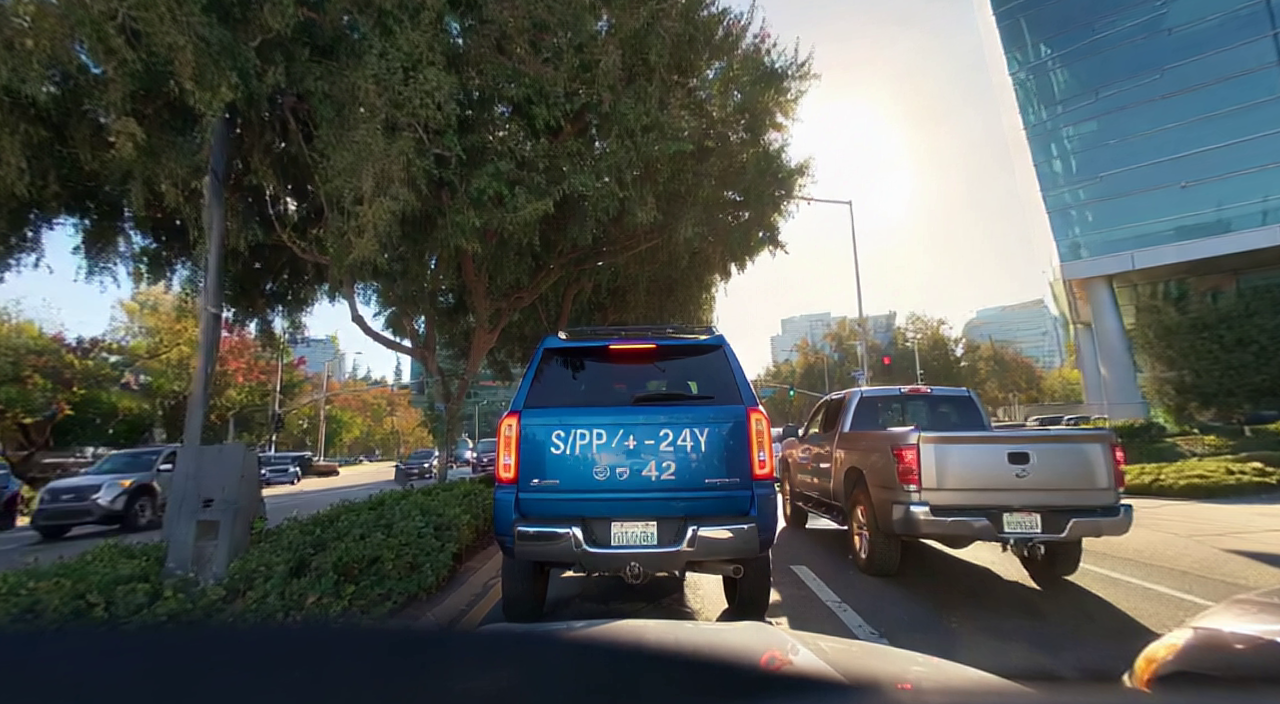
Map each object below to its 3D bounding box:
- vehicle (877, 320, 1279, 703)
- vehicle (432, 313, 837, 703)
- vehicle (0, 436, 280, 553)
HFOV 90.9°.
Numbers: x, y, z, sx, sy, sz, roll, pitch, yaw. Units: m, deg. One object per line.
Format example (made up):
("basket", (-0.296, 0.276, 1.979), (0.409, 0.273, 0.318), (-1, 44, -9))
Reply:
("vehicle", (3.086, 0.985, 3.470), (2.022, 1.700, 4.410), (0, -8, 3))
("vehicle", (0.025, 1.264, 5.832), (2.267, 2.372, 4.366), (0, -8, 2))
("vehicle", (-11.591, 3.250, 15.469), (2.362, 2.052, 6.109), (-4, -8, -4))
